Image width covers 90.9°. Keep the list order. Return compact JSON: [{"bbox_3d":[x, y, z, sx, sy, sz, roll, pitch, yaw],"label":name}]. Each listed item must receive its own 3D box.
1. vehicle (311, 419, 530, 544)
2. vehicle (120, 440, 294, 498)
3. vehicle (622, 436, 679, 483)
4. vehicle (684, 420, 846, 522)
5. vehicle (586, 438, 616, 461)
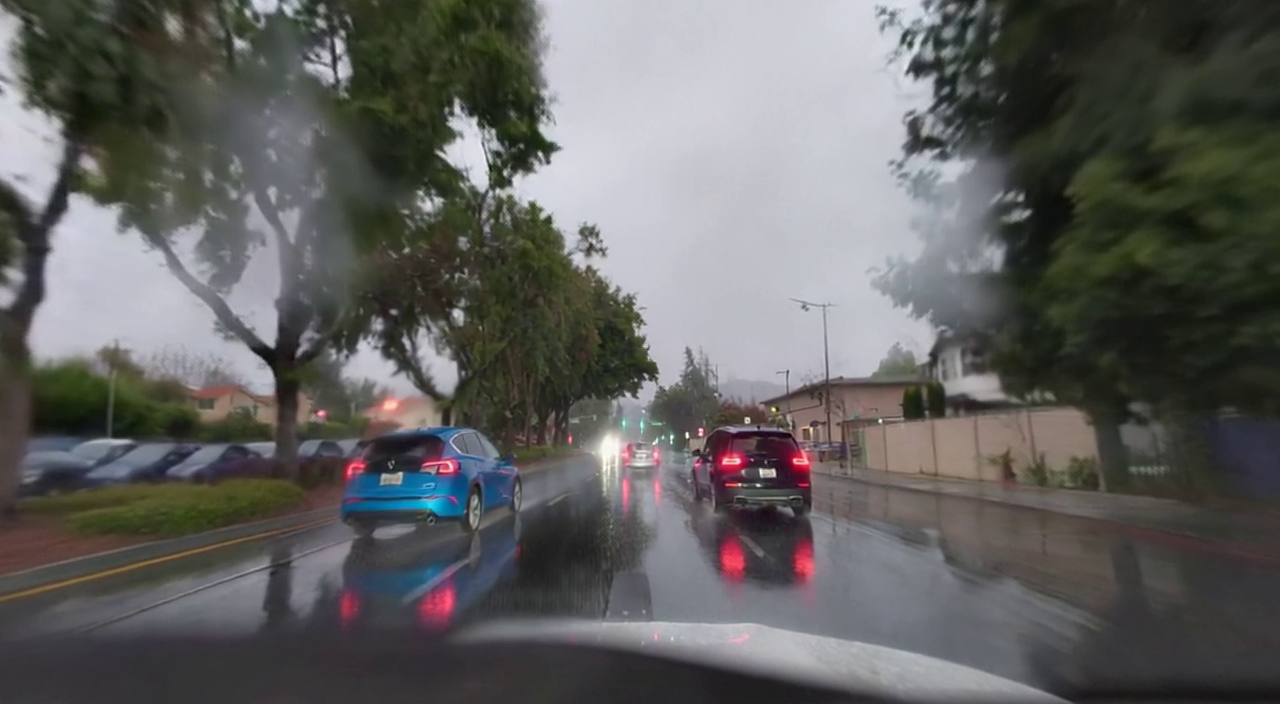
[{"bbox_3d":[-3.422,2.120,11.032,2.043,1.687,4.676,0,-8,2],"label":"vehicle"},{"bbox_3d":[-12.330,3.323,18.387,1.849,1.452,4.423,0,-8,1],"label":"vehicle"},{"bbox_3d":[0.360,3.936,23.310,1.922,1.579,3.642,0,-8,0],"label":"vehicle"},{"bbox_3d":[2.329,2.389,13.198,2.280,1.747,4.361,1,-8,-3],"label":"vehicle"},{"bbox_3d":[-3.013,7.700,49.743,2.014,1.755,4.360,0,-8,1],"label":"vehicle"}]
